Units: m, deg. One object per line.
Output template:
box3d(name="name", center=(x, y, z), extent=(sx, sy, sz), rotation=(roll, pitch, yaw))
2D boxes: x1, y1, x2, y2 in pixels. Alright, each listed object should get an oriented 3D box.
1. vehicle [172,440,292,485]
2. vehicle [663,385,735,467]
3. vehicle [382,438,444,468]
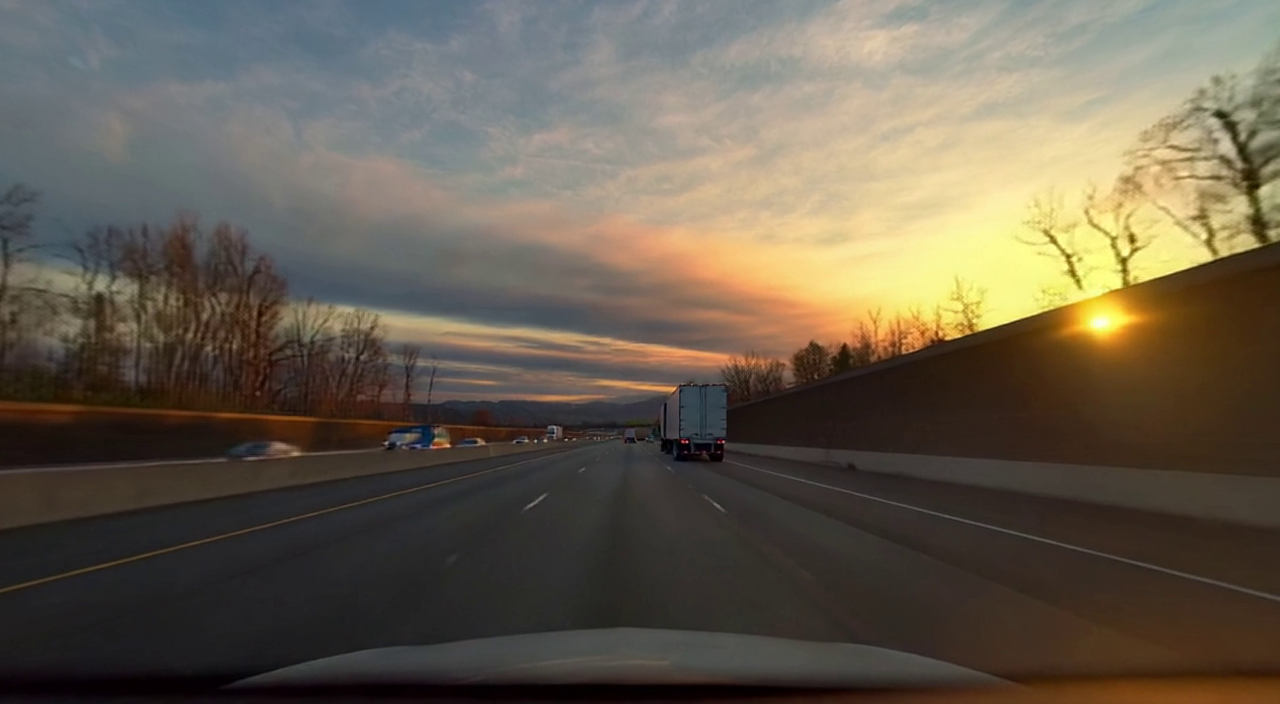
box3d(name="vehicle", center=(-15.763, 4.231, 24.573), extent=(1.938, 1.579, 4.138), rotation=(0, -8, -1))
box3d(name="vehicle", center=(3.314, 4.771, 40.013), extent=(2.979, 4.161, 15.508), rotation=(1, -7, 0))
box3d(name="vehicle", center=(-12.054, 5.357, 33.666), extent=(1.864, 1.515, 4.052), rotation=(0, -8, -1))
